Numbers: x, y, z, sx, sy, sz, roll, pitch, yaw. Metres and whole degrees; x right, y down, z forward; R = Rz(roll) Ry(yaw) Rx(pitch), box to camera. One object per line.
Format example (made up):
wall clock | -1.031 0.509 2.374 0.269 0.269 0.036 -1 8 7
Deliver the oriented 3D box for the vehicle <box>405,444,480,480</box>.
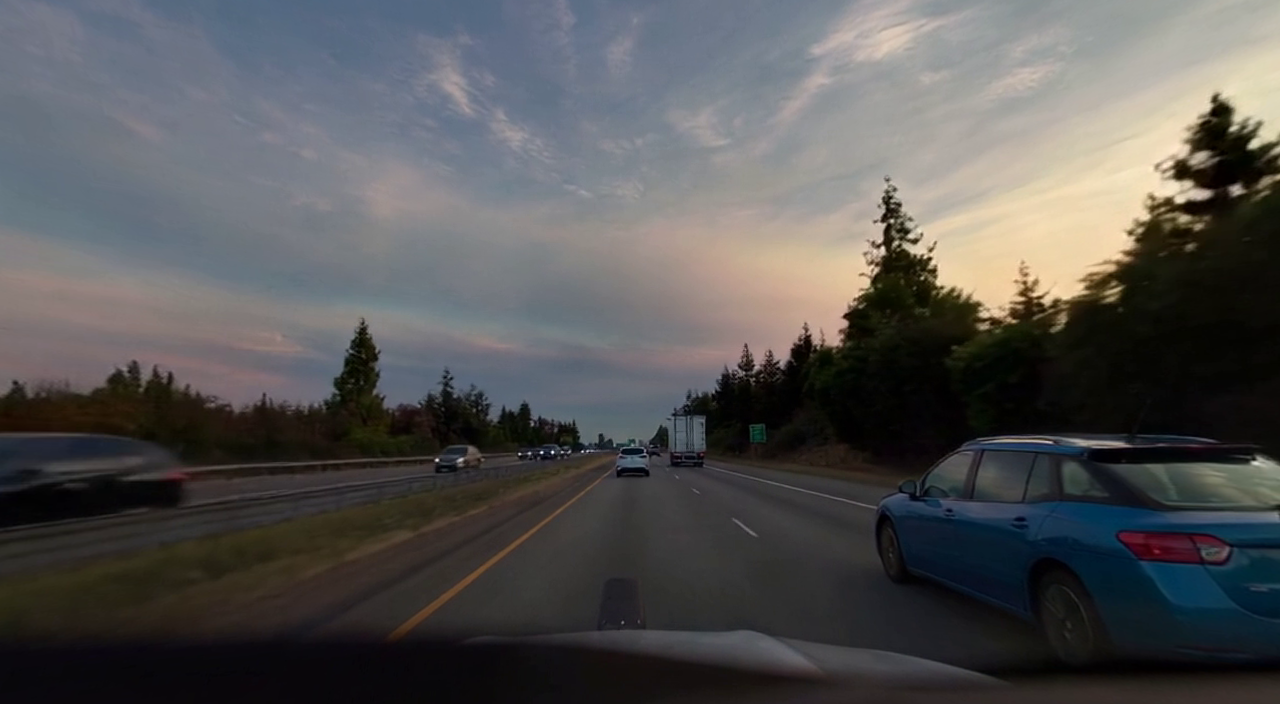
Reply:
vehicle | -8.678 4.876 28.093 1.974 1.465 4.130 0 -9 0

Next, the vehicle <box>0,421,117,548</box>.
vehicle | -8.715 1.483 6.822 1.961 1.521 4.766 0 -9 1

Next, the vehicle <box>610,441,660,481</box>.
vehicle | -0.258 5.079 29.474 2.190 1.706 4.062 0 -9 -1
